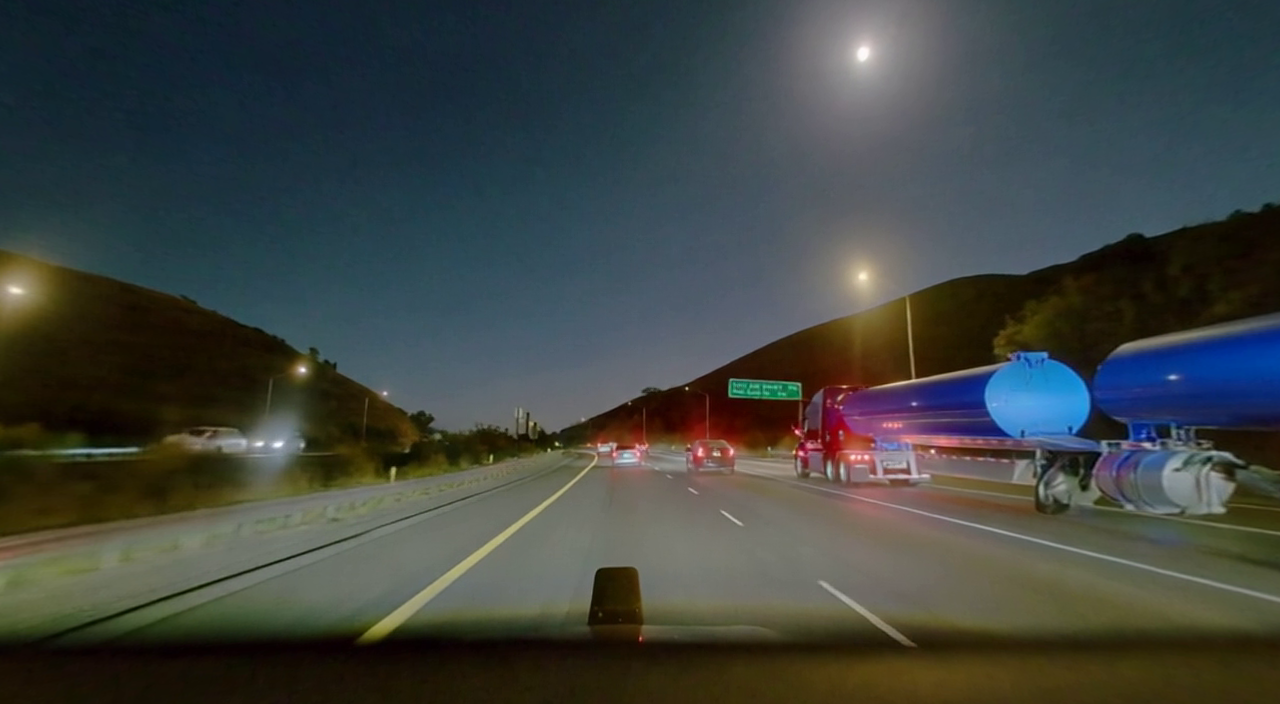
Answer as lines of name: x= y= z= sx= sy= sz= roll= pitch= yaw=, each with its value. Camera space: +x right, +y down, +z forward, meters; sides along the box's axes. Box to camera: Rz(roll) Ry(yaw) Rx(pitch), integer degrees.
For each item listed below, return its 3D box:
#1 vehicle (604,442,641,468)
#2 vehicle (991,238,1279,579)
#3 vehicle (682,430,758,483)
vehicle: x=-1.088 y=6.100 z=37.529 sx=2.083 sy=1.477 sz=3.965 roll=0 pitch=-9 yaw=-3
vehicle: x=7.499 y=0.502 z=5.813 sx=2.805 sy=3.212 sz=9.978 roll=0 pitch=-9 yaw=0
vehicle: x=2.871 y=3.902 z=23.846 sx=2.098 sy=1.794 sz=4.561 roll=0 pitch=-9 yaw=-2
